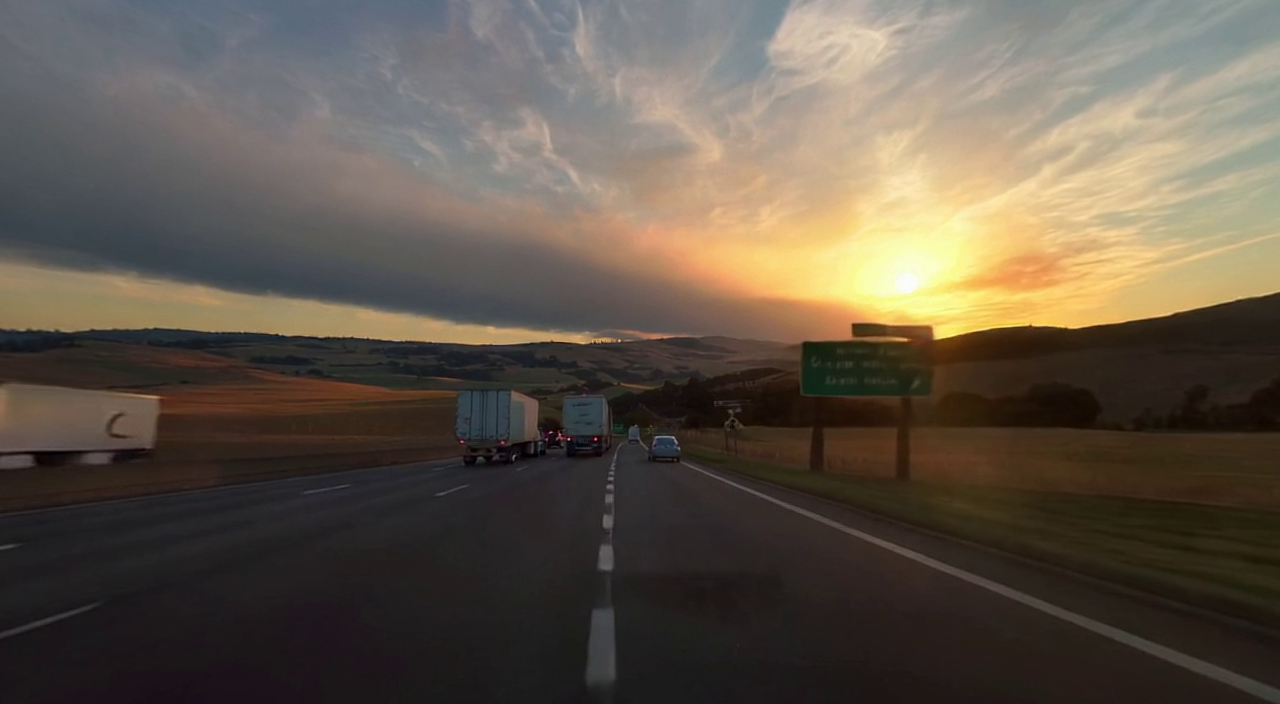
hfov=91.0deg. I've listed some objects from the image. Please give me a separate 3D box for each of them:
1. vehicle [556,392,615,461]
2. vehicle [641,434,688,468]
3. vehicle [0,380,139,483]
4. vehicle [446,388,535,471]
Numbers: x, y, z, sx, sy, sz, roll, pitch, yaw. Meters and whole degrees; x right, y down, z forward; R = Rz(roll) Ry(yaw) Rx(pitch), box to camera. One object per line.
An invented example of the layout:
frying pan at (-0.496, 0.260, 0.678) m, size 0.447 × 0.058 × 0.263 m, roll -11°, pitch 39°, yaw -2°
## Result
vehicle at (-3.715, 5.616, 46.064) m, size 3.475 × 4.037 × 17.454 m, roll 0°, pitch -8°, yaw -3°
vehicle at (1.088, 4.647, 29.812) m, size 1.891 × 1.477 × 3.599 m, roll 0°, pitch -8°, yaw -3°
vehicle at (-26.616, 3.384, 26.527) m, size 2.933 × 3.990 × 9.988 m, roll 0°, pitch -8°, yaw -2°
vehicle at (-6.765, 3.674, 29.578) m, size 2.728 × 3.405 × 7.096 m, roll 0°, pitch -8°, yaw -3°
